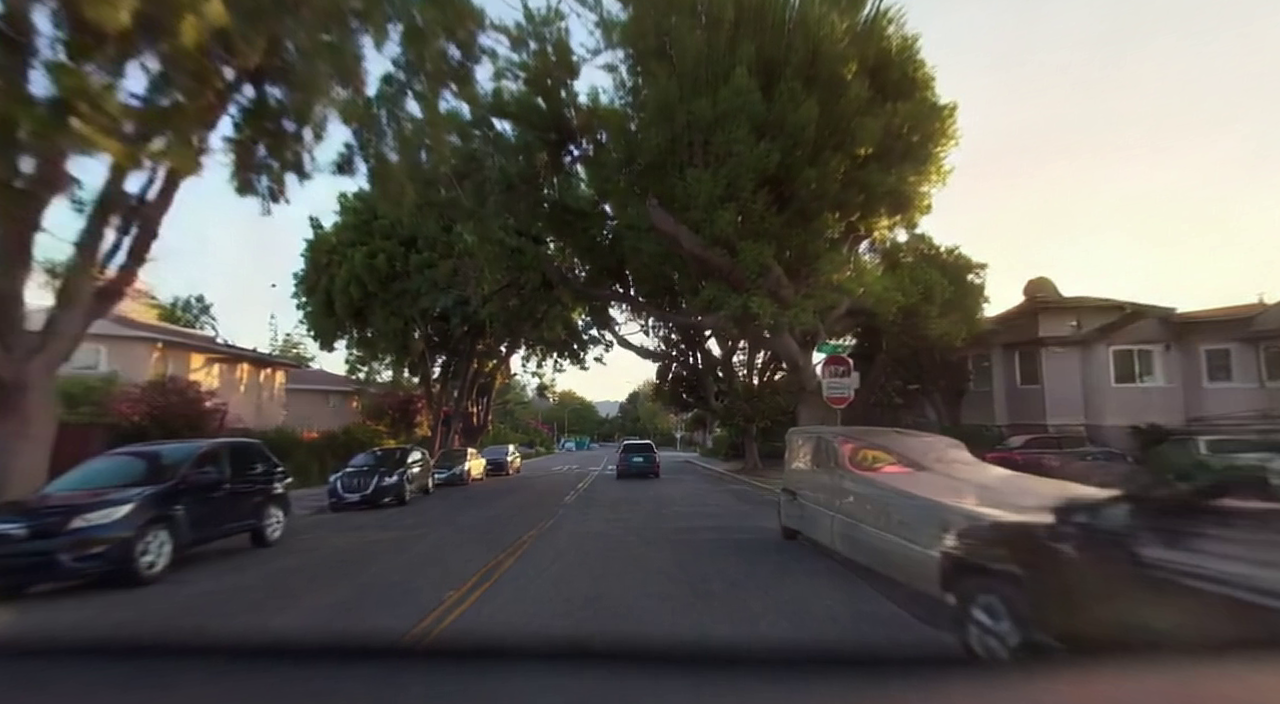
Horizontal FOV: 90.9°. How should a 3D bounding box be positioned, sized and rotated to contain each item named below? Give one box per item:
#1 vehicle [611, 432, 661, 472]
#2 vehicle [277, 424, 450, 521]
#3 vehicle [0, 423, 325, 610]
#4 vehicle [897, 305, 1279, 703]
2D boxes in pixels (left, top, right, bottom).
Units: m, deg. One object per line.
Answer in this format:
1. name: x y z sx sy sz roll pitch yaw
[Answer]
1. vehicle: -0.181 4.639 29.460 2.172 1.722 4.201 0 -8 -1
2. vehicle: -5.922 2.608 14.197 1.899 1.615 4.624 -6 -8 -2
3. vehicle: -5.901 1.785 7.860 1.955 1.659 4.324 1 -8 -4
4. vehicle: 2.807 0.780 1.828 1.970 1.801 4.721 0 -8 -2
